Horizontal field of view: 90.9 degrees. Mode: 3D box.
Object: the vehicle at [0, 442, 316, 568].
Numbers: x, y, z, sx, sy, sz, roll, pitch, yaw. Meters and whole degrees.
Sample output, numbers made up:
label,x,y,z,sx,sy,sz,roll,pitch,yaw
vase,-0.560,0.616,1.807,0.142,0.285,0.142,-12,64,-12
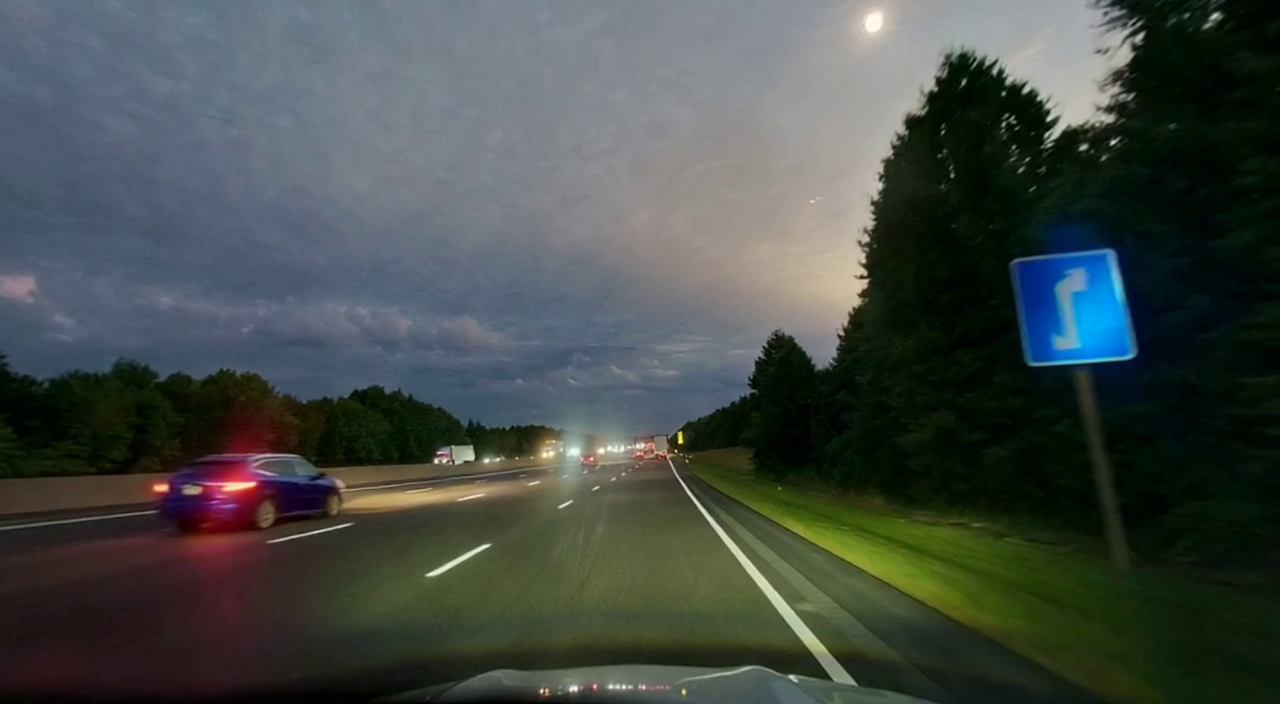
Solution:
label,x,y,z,sx,sy,sz,roll,pitch,yaw
vehicle,-7.582,2.314,10.351,1.996,1.579,4.439,-1,-9,2
